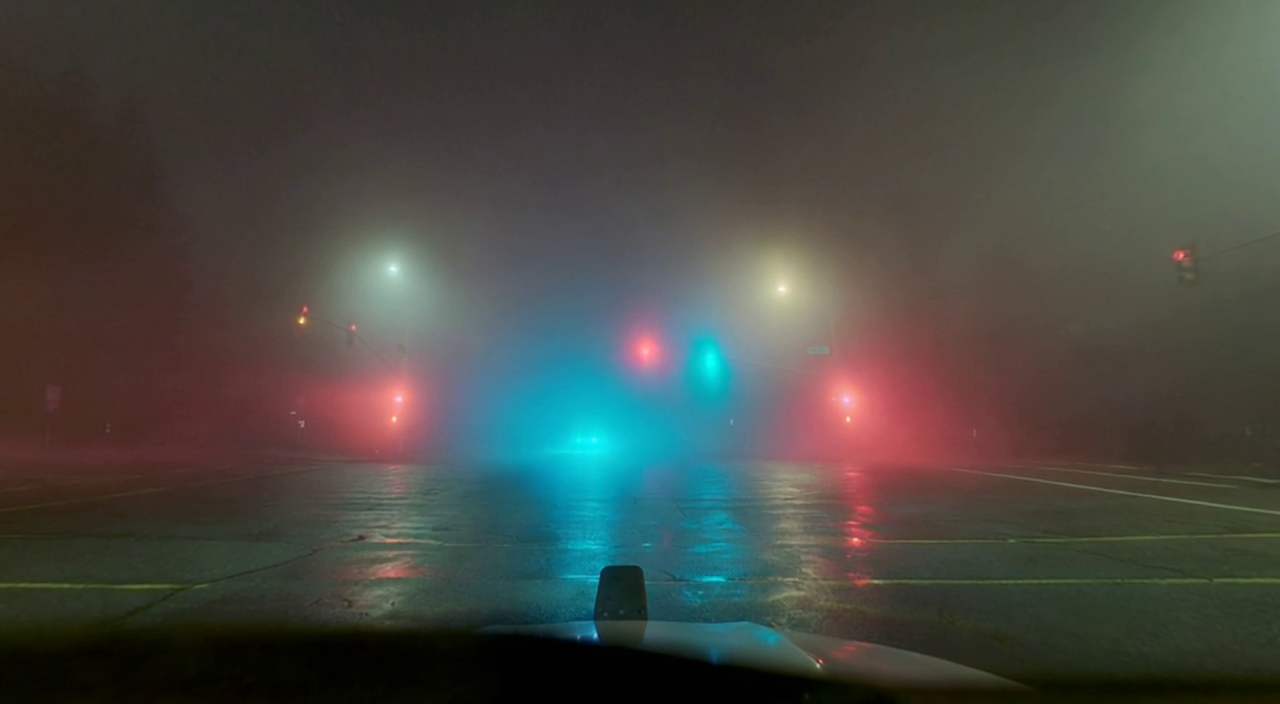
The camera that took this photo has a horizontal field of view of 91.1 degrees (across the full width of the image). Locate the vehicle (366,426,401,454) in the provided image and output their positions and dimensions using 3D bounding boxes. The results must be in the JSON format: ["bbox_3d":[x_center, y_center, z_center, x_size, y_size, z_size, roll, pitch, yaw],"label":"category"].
[{"bbox_3d":[-19.993,6.848,48.879,1.873,2.079,2.879,5,-10,-32],"label":"vehicle"}]
